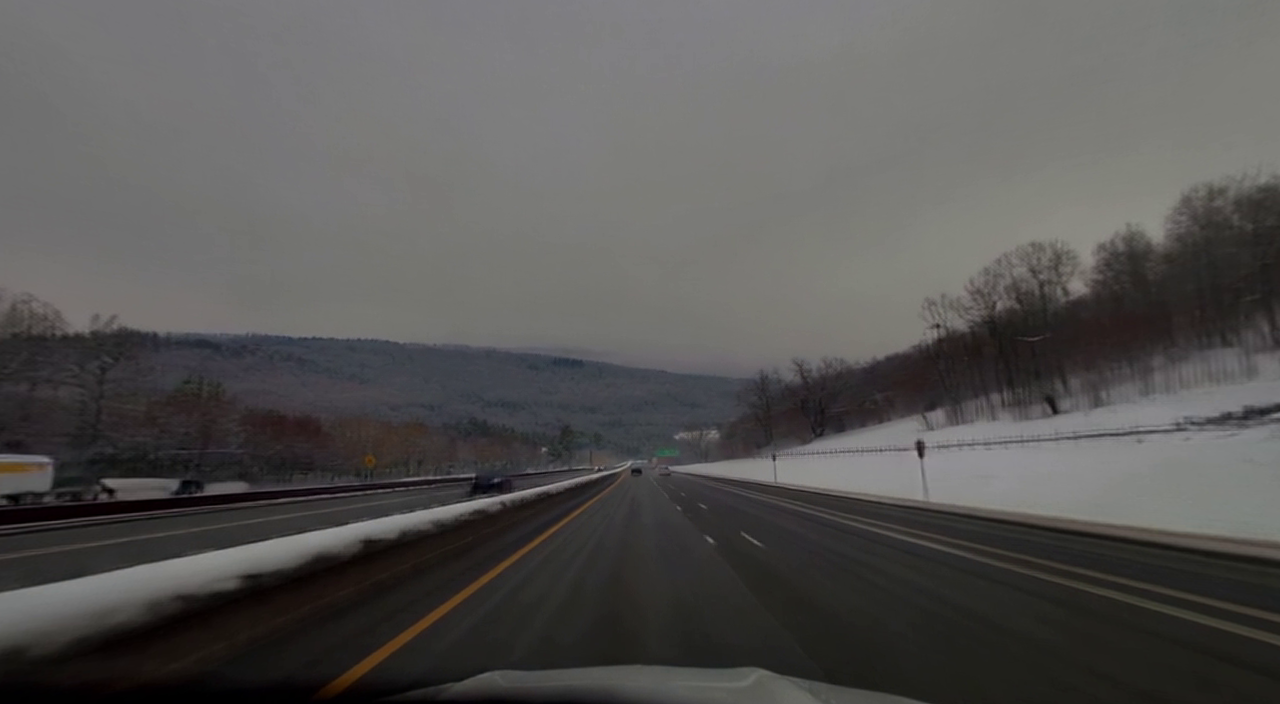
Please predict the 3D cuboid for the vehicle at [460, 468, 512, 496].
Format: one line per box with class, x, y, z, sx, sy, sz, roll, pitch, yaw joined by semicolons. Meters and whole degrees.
vehicle;-8.816;7.441;36.244;1.902;1.477;4.113;1;-10;0
